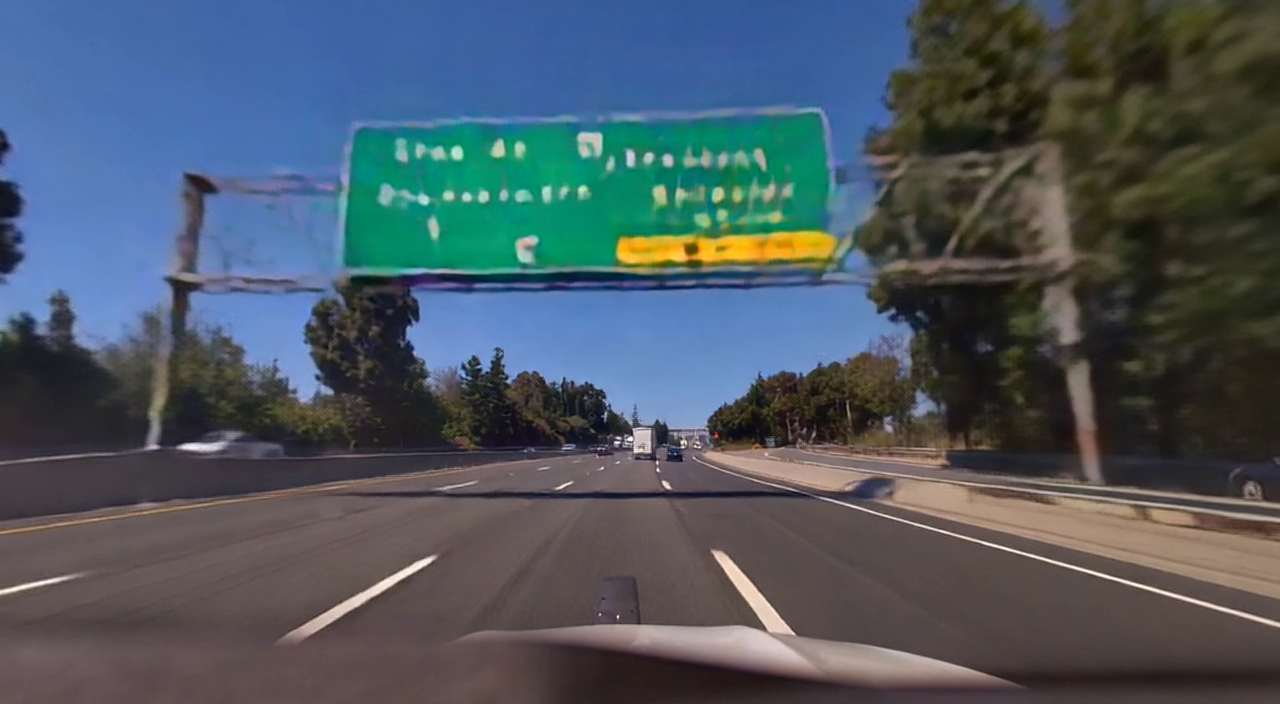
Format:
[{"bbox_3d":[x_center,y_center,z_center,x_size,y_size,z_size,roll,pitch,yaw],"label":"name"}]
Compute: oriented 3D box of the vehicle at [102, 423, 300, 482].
[{"bbox_3d":[-16.080,3.756,23.872,2.750,1.890,6.452,0,-9,2],"label":"vehicle"}]
